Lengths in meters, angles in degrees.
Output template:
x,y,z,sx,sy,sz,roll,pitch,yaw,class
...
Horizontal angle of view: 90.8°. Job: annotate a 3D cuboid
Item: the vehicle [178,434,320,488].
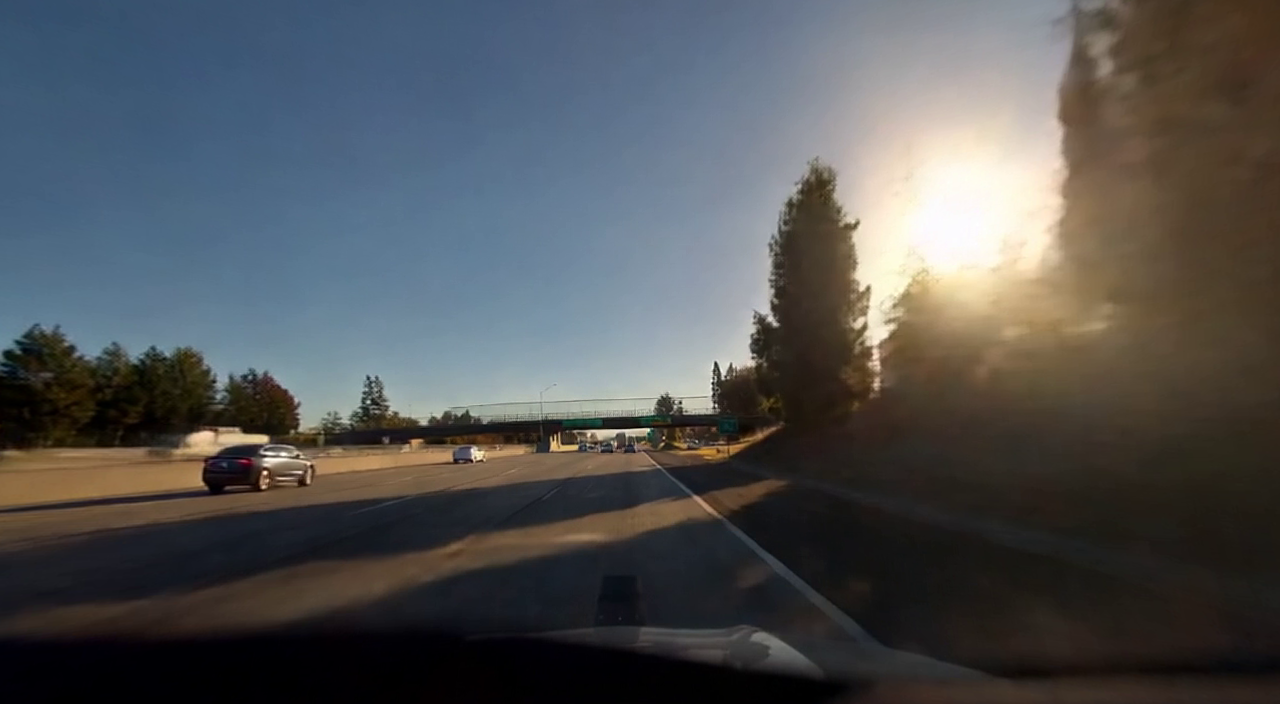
x,y,z,sx,sy,sz,roll,pitch,yaw,class
-14.477,4.025,23.866,2.049,1.792,5.177,0,-8,0,vehicle
